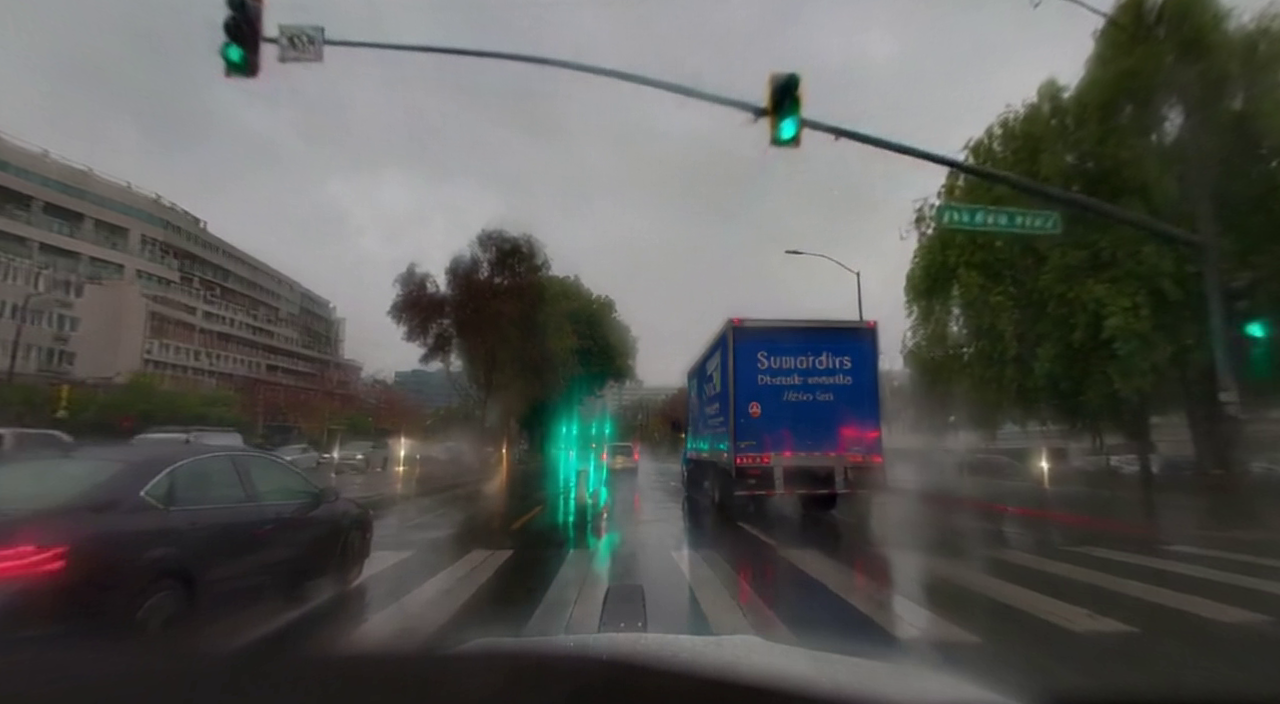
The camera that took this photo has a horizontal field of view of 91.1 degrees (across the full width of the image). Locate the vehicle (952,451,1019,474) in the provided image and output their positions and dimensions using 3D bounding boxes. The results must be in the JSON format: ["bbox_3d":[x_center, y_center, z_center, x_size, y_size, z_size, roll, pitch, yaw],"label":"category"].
[{"bbox_3d":[24.591,7.843,44.670,4.391,1.492,1.972,4,-10,-28],"label":"vehicle"}]

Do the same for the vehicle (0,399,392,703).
[{"bbox_3d":[-3.739,1.289,4.855,1.828,1.515,4.422,0,-8,0],"label":"vehicle"}]

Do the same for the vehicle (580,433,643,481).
[{"bbox_3d":[-1.226,4.312,26.058,2.388,1.811,4.455,0,-8,-4],"label":"vehicle"}]

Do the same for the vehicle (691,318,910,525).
[{"bbox_3d":[3.151,1.797,15.308,2.905,3.644,8.441,0,-8,-1],"label":"vehicle"}]

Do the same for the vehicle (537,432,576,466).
[{"bbox_3d":[-5.721,6.752,43.742,2.269,2.181,5.787,0,-8,-3],"label":"vehicle"}]
